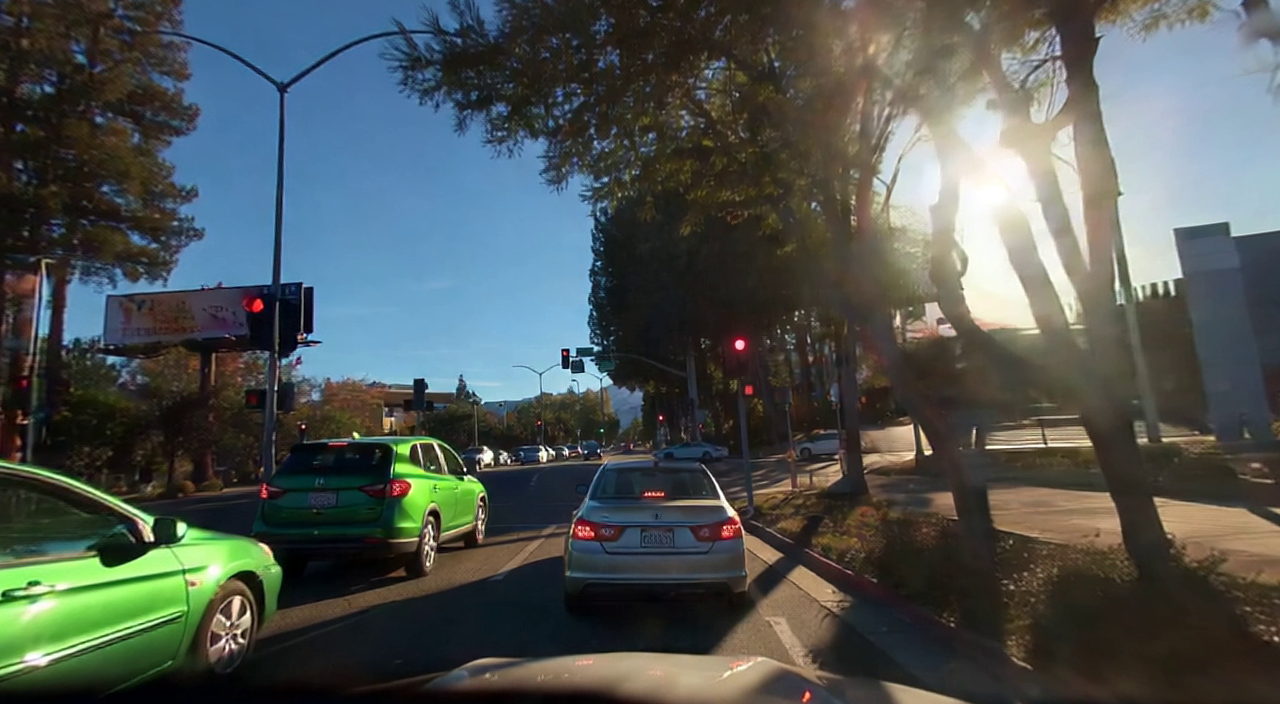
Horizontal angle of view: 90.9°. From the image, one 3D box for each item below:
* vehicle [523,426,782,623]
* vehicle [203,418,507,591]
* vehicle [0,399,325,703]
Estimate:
[{"bbox_3d":[0.035,1.586,6.624,1.977,1.467,3.474,0,-9,-2],"label":"vehicle"},{"bbox_3d":[-3.166,1.781,8.133,1.950,1.628,4.082,-1,-9,1],"label":"vehicle"},{"bbox_3d":[-3.145,0.974,2.421,1.808,1.520,3.846,-1,-9,1],"label":"vehicle"}]
